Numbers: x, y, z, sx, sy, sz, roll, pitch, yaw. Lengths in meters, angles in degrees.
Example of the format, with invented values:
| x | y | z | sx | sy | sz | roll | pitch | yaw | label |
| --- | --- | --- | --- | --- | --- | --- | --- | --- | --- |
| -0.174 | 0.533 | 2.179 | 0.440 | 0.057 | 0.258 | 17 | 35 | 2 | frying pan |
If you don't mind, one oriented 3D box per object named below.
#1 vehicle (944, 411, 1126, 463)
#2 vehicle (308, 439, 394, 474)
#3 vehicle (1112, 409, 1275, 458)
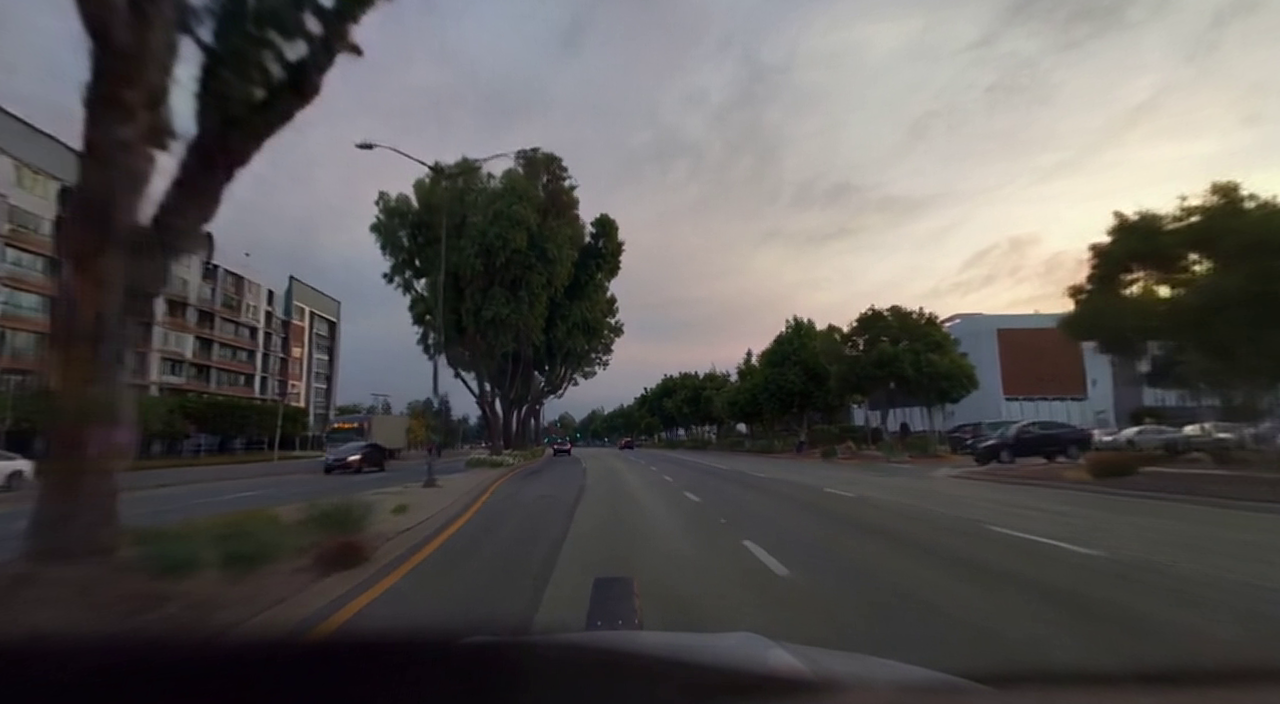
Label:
| x | y | z | sx | sy | sz | roll | pitch | yaw | label |
| --- | --- | --- | --- | --- | --- | --- | --- | --- | --- |
| 16.314 | 3.621 | 26.580 | 5.829 | 1.995 | 2.659 | -2 | -9 | 15 | vehicle |
| -13.736 | 5.002 | 30.374 | 2.150 | 1.534 | 4.569 | 0 | -8 | -3 | vehicle |
| 21.884 | 3.270 | 25.248 | 4.218 | 1.780 | 2.331 | -1 | -10 | 19 | vehicle |
